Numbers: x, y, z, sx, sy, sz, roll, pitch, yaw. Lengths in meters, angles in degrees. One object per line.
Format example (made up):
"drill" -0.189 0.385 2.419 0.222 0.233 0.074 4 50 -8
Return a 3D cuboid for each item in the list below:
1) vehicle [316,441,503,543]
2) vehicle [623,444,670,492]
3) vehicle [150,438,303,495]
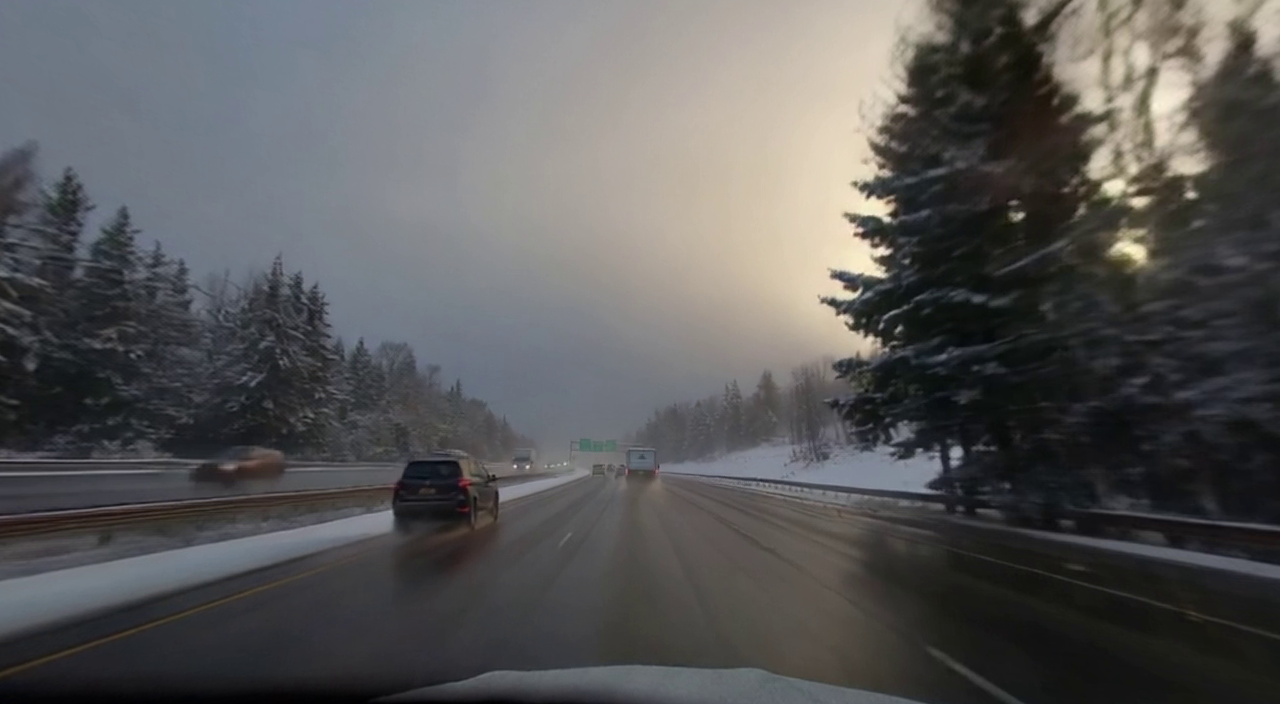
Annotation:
"vehicle" -4.170 2.644 12.233 2.100 1.605 3.883 1 -11 0
"vehicle" 0.296 6.791 36.858 2.482 2.549 5.447 1 -11 -1
"vehicle" -12.689 3.594 19.714 1.995 1.543 4.047 1 -11 0
